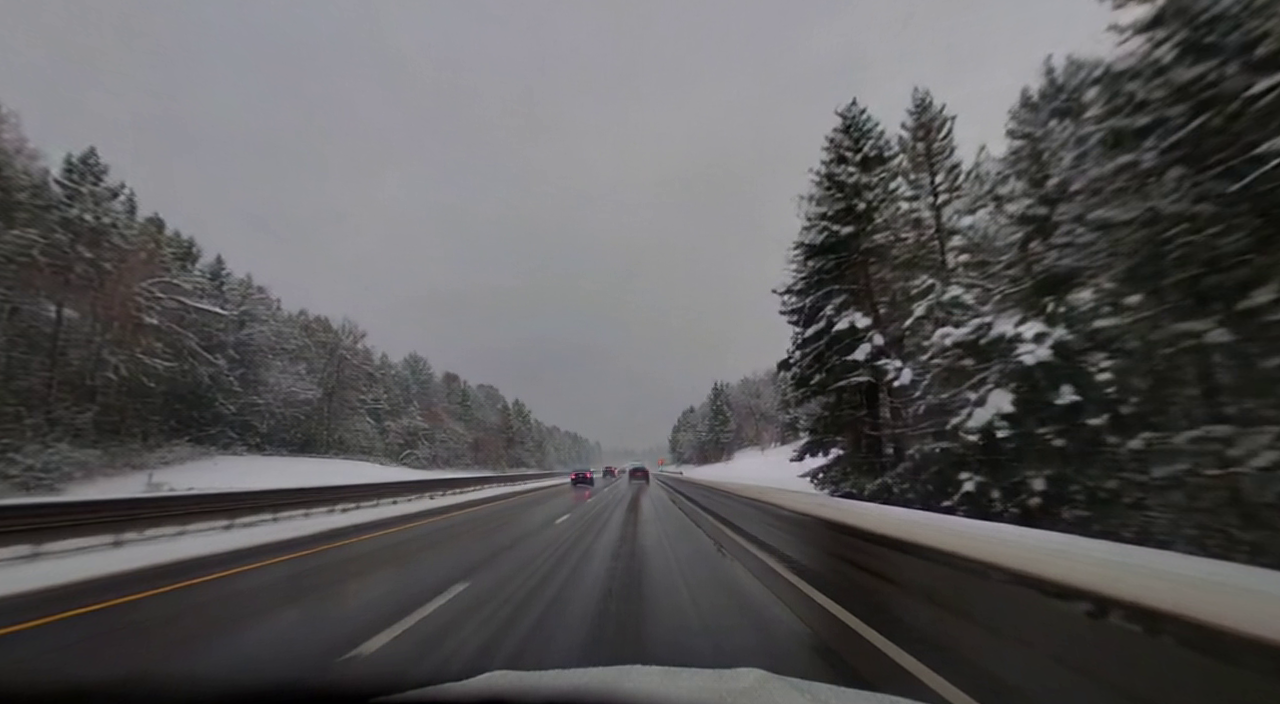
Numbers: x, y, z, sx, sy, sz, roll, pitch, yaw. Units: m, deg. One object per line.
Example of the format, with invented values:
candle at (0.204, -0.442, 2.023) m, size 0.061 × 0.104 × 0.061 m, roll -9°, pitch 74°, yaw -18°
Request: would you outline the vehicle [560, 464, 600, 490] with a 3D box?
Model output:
vehicle at (-3.766, 7.967, 40.229) m, size 2.109 × 1.532 × 4.234 m, roll 1°, pitch -11°, yaw 0°
